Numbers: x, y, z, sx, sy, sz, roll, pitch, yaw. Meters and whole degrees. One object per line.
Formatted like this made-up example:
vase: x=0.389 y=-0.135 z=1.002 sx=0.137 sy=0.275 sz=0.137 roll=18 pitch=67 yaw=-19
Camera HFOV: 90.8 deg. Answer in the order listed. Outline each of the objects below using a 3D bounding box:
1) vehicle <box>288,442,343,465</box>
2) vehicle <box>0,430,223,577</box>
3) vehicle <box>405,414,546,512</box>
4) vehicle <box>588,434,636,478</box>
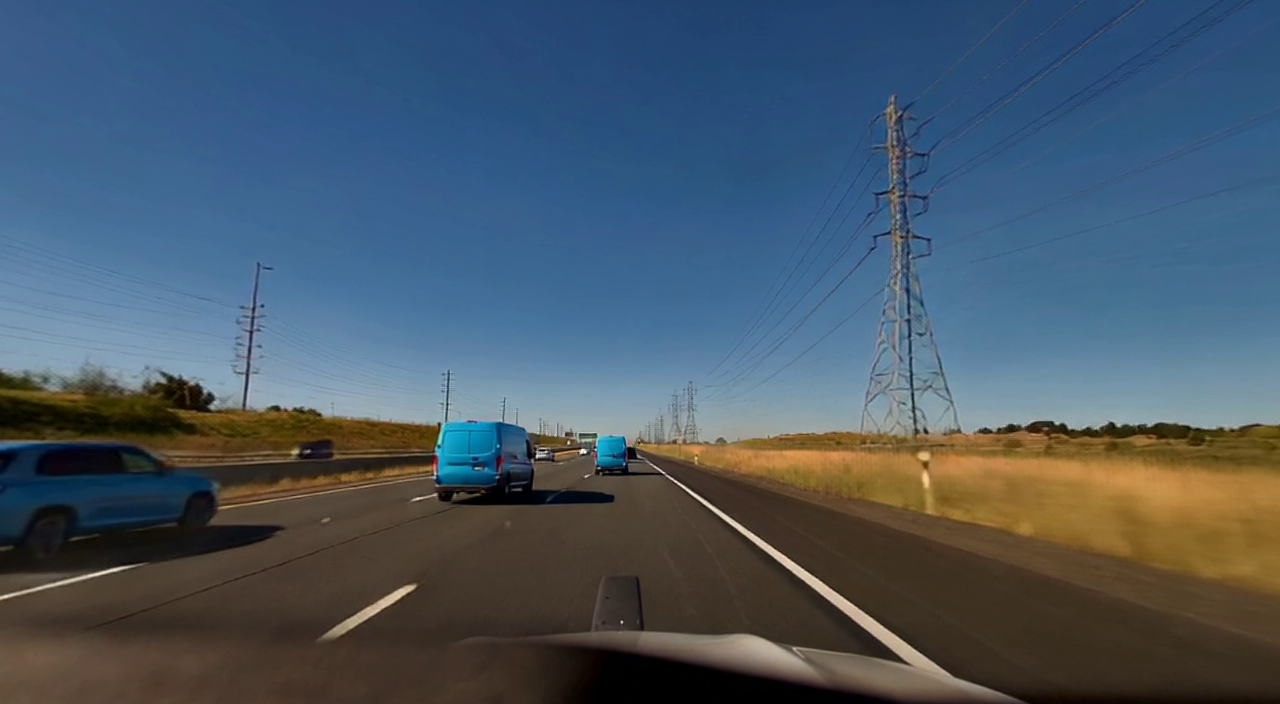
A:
vehicle: x=-23.703 y=7.428 z=46.221 sx=1.975 sy=1.596 sz=3.990 roll=0 pitch=-9 yaw=-1
vehicle: x=-7.769 y=1.782 z=7.777 sx=1.975 sy=1.540 sz=4.759 roll=0 pitch=-9 yaw=0
vehicle: x=-3.778 y=2.695 z=15.622 sx=2.145 sy=2.010 sz=4.980 roll=0 pitch=-9 yaw=0
vehicle: x=-1.318 y=5.228 z=31.961 sx=2.197 sy=2.011 sz=5.130 roll=0 pitch=-9 yaw=0
